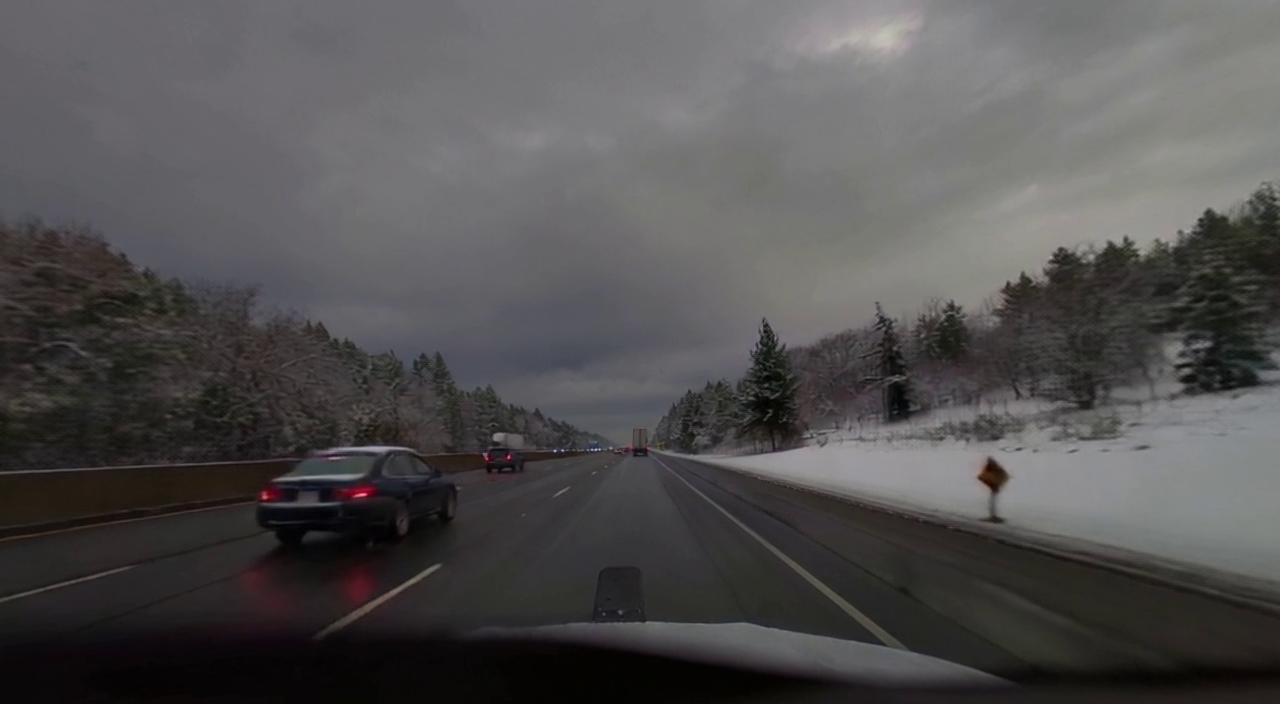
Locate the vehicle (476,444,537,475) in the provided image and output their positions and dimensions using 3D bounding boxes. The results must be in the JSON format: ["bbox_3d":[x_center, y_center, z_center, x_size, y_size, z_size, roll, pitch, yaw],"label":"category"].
[{"bbox_3d":[-7.297,5.927,34.982,2.179,1.577,5.070,0,-9,1],"label":"vehicle"}]

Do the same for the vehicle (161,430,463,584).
[{"bbox_3d":[-3.840,1.850,8.284,1.893,1.521,3.742,0,-9,1],"label":"vehicle"}]
